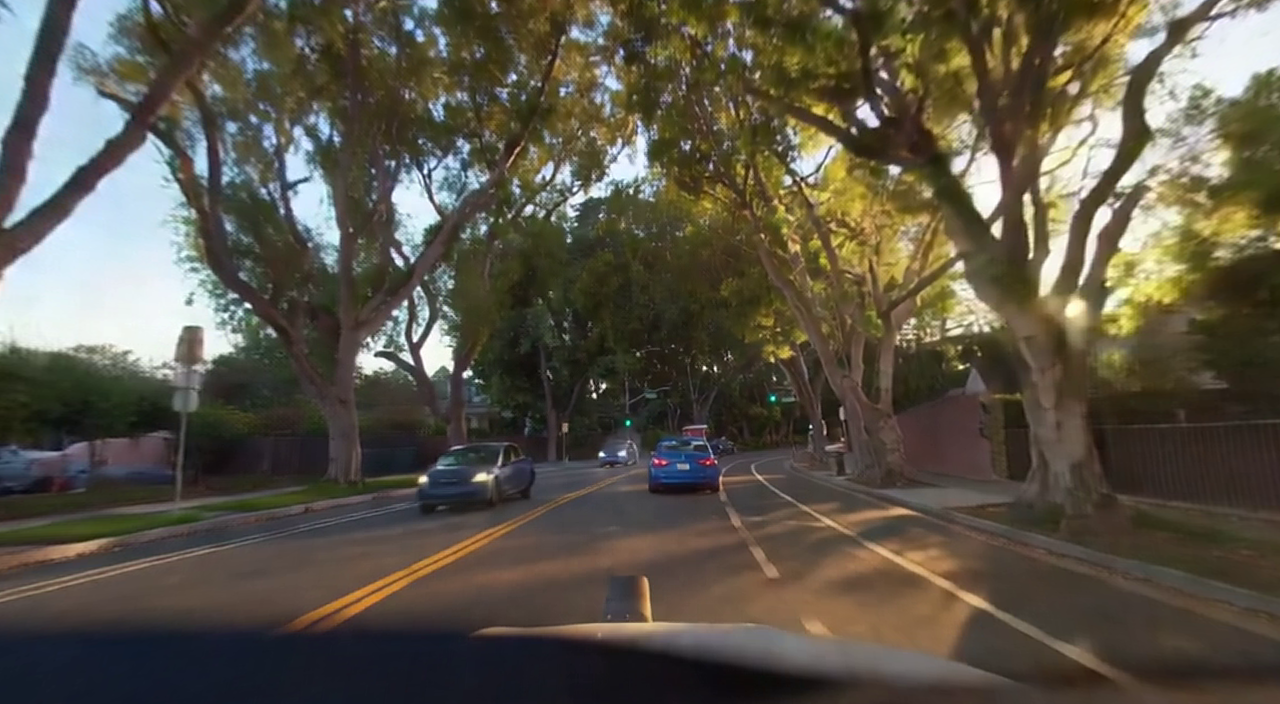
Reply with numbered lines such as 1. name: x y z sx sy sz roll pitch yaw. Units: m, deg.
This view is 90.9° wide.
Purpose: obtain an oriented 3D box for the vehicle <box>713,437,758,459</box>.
1. vehicle: 7.542 7.502 49.300 1.988 1.601 4.353 -5 -10 30

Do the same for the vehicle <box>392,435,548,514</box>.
1. vehicle: -3.592 2.676 14.333 1.961 1.498 4.401 -1 -8 5

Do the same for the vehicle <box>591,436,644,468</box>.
1. vehicle: -1.196 5.729 36.159 2.082 1.682 4.623 -1 -9 11

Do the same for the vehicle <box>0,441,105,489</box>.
1. vehicle: -20.142 3.564 20.079 1.937 1.450 4.422 -1 -8 9

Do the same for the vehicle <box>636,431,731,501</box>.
1. vehicle: 1.060 2.818 15.932 2.070 1.516 3.936 0 -8 3
